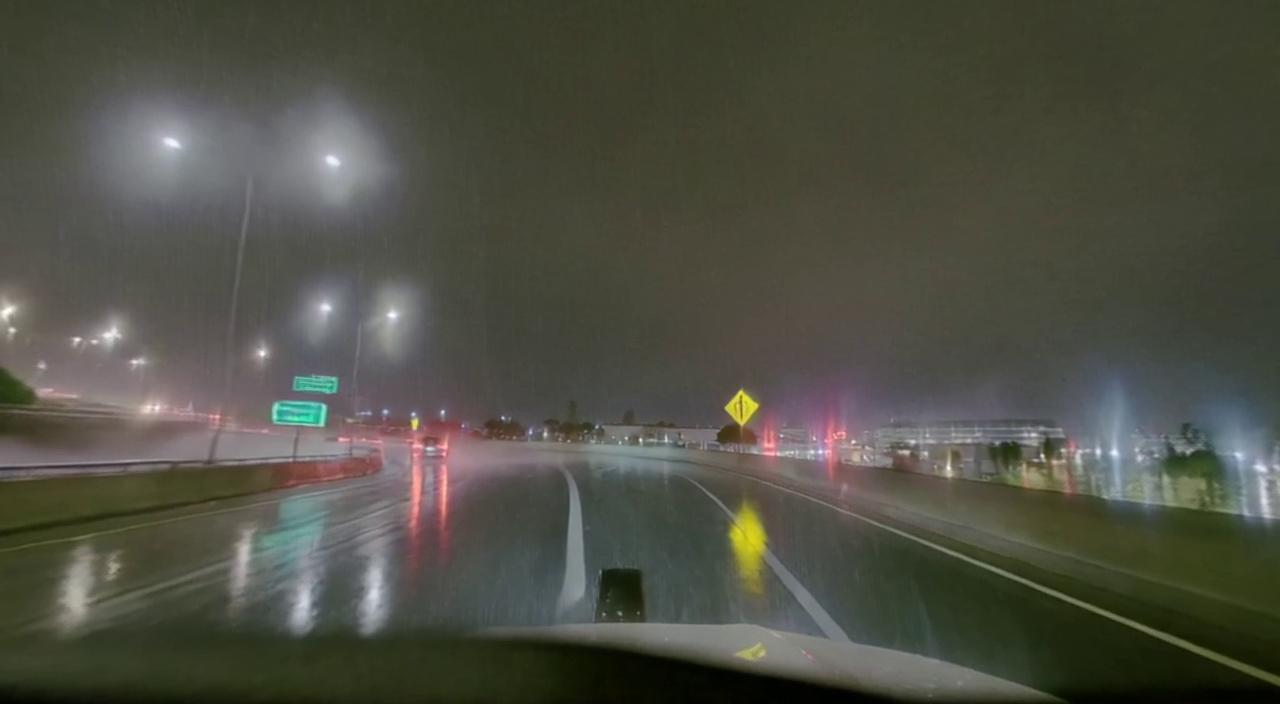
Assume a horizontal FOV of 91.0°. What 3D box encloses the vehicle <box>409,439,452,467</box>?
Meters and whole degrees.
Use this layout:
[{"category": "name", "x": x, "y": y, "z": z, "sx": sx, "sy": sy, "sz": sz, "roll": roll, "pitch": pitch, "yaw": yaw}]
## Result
[{"category": "vehicle", "x": -12.539, "y": 6.035, "z": 37.910, "sx": 2.234, "sy": 1.588, "sz": 4.484, "roll": 2, "pitch": -9, "yaw": -16}]
